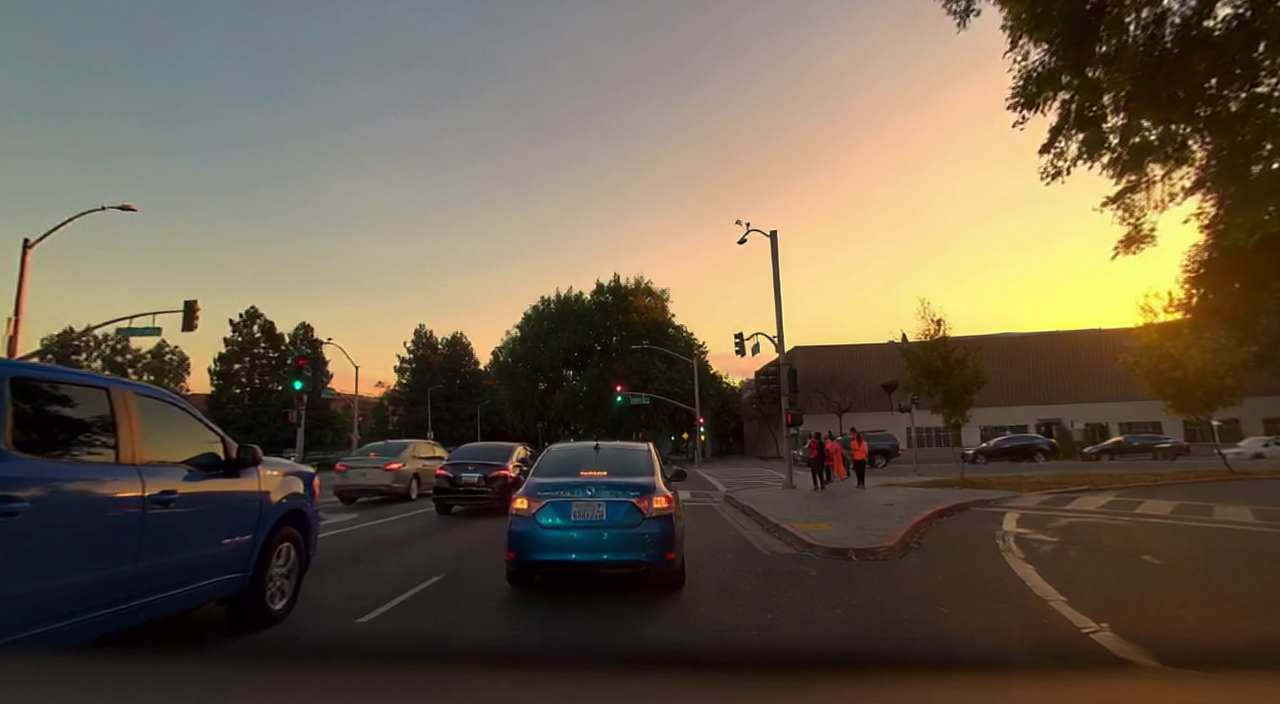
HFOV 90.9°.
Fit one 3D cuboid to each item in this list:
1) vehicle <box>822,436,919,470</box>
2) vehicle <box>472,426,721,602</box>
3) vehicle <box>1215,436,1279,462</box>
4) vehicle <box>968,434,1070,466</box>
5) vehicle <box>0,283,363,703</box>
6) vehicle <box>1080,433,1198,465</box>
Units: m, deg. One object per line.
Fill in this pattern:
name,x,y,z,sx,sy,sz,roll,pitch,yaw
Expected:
vehicle,12.215,5.388,33.577,4.394,1.724,1.886,0,-9,1
vehicle,-0.374,1.740,7.732,2.144,1.497,4.446,0,-9,0
vehicle,36.261,5.548,36.108,4.643,1.464,1.840,-1,-9,3
vehicle,21.946,5.700,36.670,4.529,1.786,2.110,0,-9,2
vehicle,-3.676,0.802,3.139,2.202,1.961,4.980,0,-9,1
vehicle,28.951,5.623,36.667,4.967,1.794,2.044,0,-9,2
